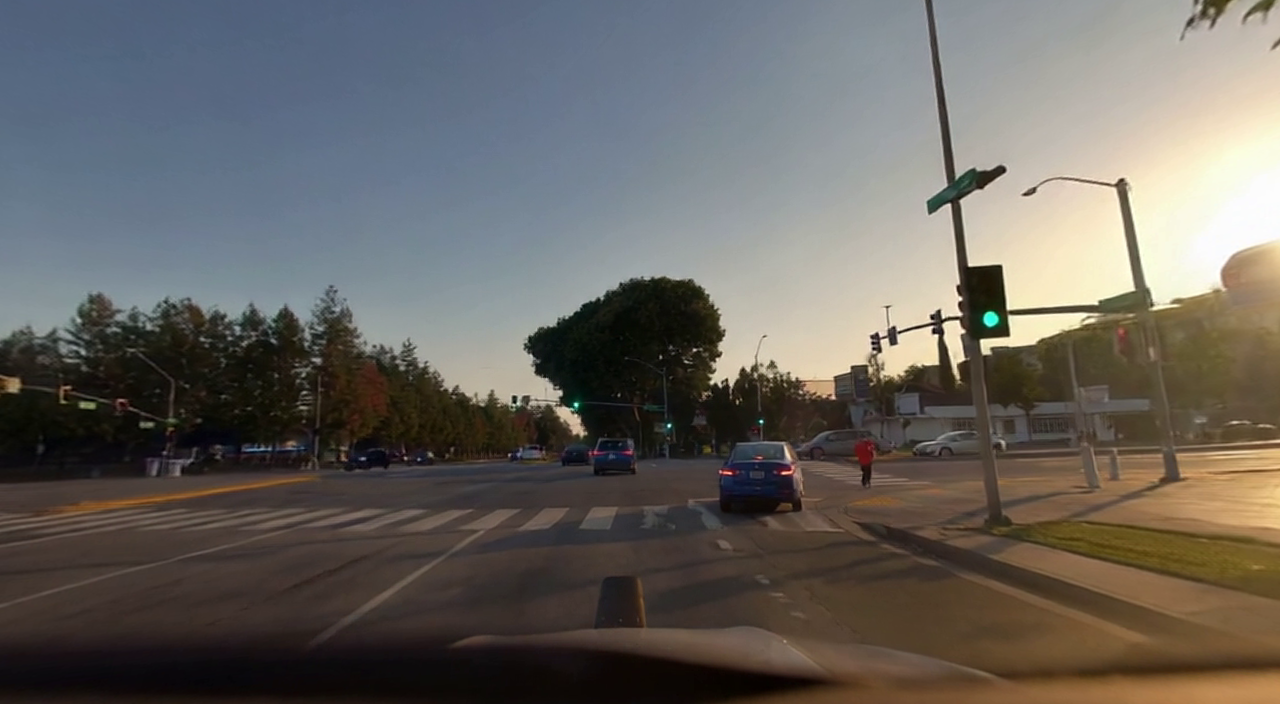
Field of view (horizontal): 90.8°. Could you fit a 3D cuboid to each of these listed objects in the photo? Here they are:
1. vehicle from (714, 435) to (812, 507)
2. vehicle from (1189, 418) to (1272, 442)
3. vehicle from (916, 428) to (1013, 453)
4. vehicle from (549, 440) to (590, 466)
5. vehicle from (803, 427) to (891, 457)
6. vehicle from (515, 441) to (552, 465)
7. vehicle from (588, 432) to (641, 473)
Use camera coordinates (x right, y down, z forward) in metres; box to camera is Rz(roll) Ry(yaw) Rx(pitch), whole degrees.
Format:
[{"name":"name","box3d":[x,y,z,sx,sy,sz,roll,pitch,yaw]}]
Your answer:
[{"name":"vehicle","box3d":[3.146,2.814,15.482,1.976,1.462,4.342,-2,-9,15]},{"name":"vehicle","box3d":[40.701,5.421,43.592,3.923,1.619,1.817,0,-8,-2]},{"name":"vehicle","box3d":[19.049,5.213,37.250,4.700,1.417,1.789,0,-8,-1]},{"name":"vehicle","box3d":[-4.220,6.155,38.587,2.003,1.492,4.291,0,-8,0]},{"name":"vehicle","box3d":[12.167,5.323,37.276,4.524,1.681,1.823,0,-8,-3]},{"name":"vehicle","box3d":[-7.833,7.455,46.787,2.018,1.692,4.226,0,-8,0]},{"name":"vehicle","box3d":[-1.098,4.539,28.734,2.210,1.722,4.215,0,-8,-1]}]
